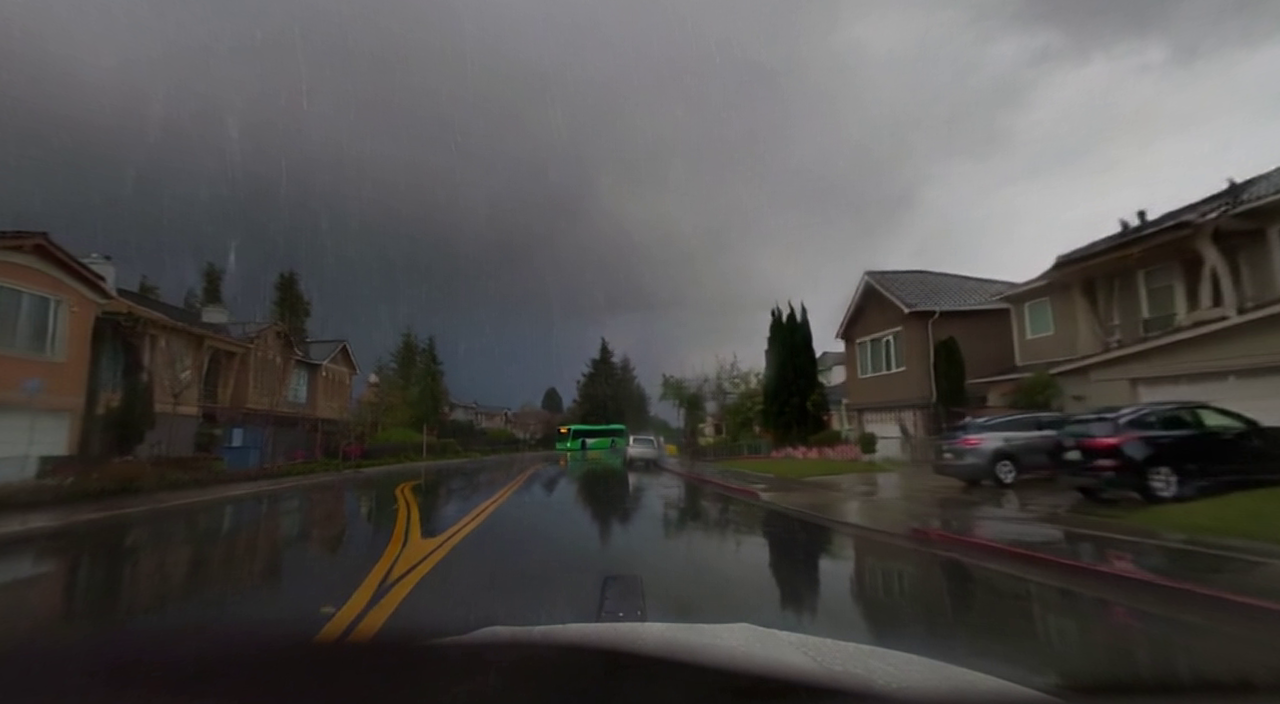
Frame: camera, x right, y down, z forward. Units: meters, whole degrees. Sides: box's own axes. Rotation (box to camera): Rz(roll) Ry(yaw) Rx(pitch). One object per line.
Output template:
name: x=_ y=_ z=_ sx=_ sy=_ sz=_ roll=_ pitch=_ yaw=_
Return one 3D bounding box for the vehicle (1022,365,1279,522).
vehicle: x=8.510 y=1.254 z=9.376 sx=4.431 sy=1.873 sz=1.920 roll=-3 pitch=-8 yaw=-8

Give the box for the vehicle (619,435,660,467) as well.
vehicle: x=-0.097 y=5.313 z=33.992 sx=1.984 sy=1.601 sz=3.994 roll=0 pitch=-9 yaw=-3
